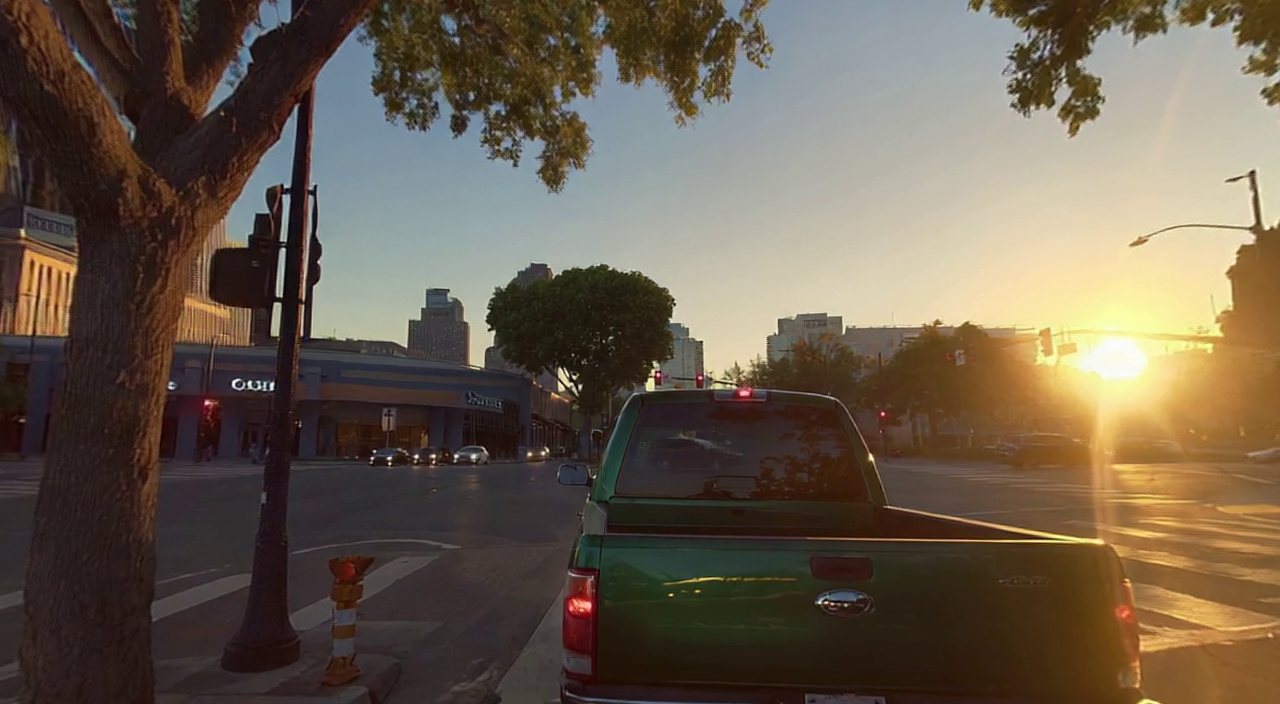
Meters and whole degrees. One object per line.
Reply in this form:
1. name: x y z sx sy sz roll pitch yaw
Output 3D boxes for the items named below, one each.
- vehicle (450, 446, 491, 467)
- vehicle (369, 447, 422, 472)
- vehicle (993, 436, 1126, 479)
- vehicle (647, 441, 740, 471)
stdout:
1. vehicle: -12.605 7.766 47.095 1.946 1.474 4.008 0 -9 0
2. vehicle: -16.257 7.142 42.243 1.883 1.586 4.297 0 -9 0
3. vehicle: 20.365 5.069 30.697 5.667 1.927 2.289 3 -9 -20
4. vehicle: 2.779 5.420 33.019 4.457 1.464 1.879 -5 -10 32
